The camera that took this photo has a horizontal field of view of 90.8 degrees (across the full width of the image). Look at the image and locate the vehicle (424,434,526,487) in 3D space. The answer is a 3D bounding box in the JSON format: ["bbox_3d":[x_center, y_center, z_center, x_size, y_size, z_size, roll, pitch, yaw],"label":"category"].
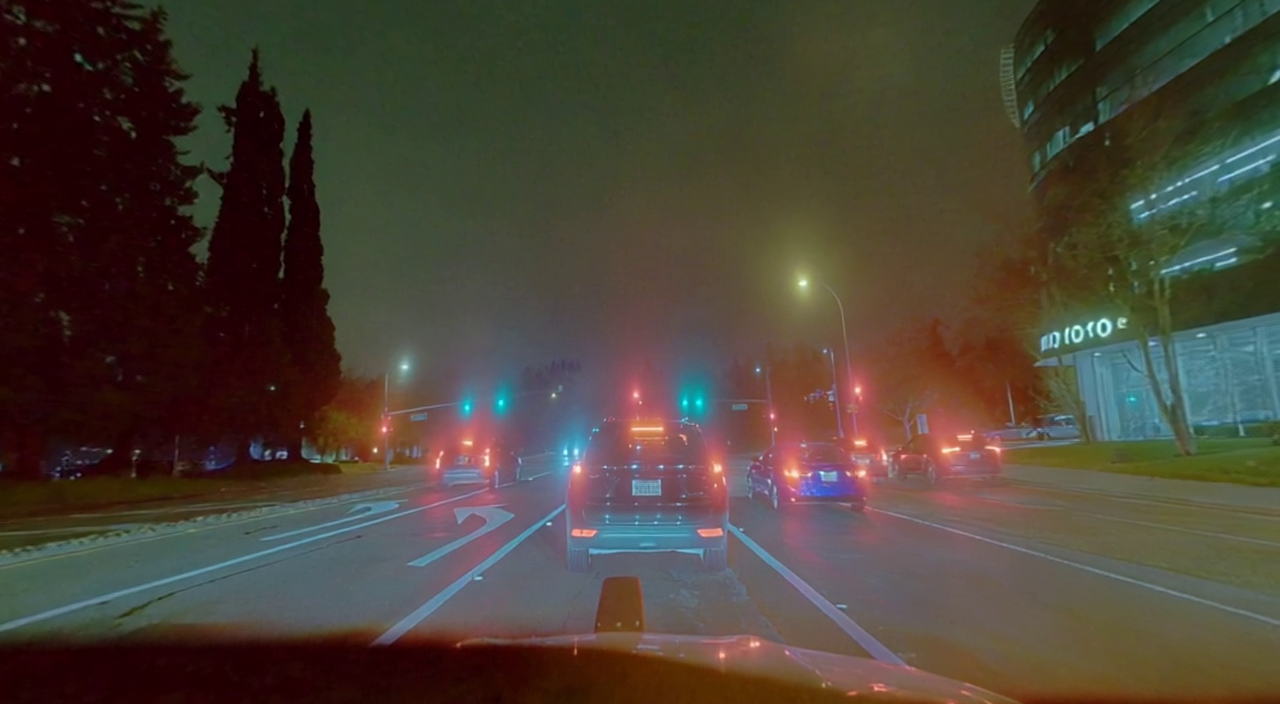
[{"bbox_3d":[-6.193,4.159,24.501,2.555,1.819,5.145,0,-9,0],"label":"vehicle"}]

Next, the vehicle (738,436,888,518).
[{"bbox_3d":[3.514,2.630,13.831,1.997,1.471,4.321,0,-9,-1],"label":"vehicle"}]

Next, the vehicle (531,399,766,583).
[{"bbox_3d":[0.073,1.658,8.262,2.266,1.762,4.131,0,-9,0],"label":"vehicle"}]

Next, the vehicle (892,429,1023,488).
[{"bbox_3d":[10.872,3.696,22.128,2.123,1.812,4.553,0,-9,-1],"label":"vehicle"}]
